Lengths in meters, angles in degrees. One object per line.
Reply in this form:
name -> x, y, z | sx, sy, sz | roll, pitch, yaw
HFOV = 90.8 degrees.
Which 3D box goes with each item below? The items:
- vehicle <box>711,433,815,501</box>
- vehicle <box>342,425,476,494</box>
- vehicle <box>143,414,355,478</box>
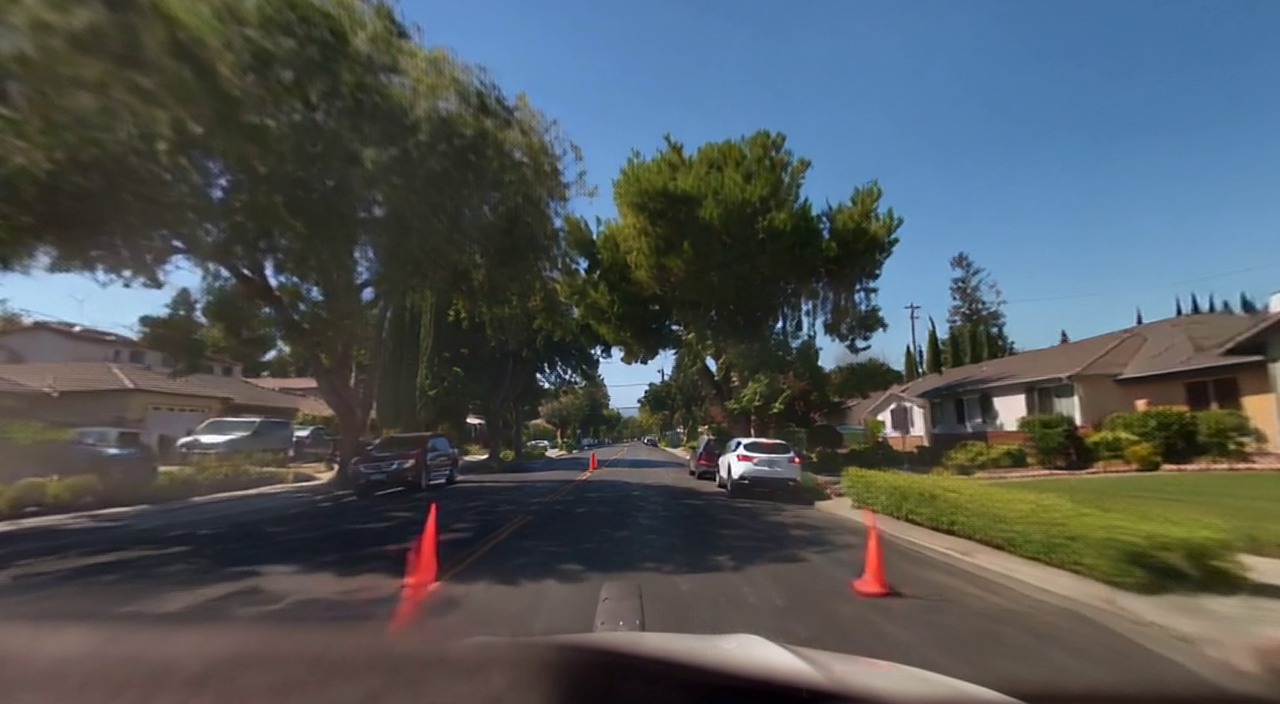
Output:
vehicle -> 3.194, 3.082, 17.413 | 1.896, 1.602, 4.571 | 0, -8, -1
vehicle -> -7.104, 3.400, 20.214 | 2.266, 1.877, 5.167 | -1, -9, 1
vehicle -> -15.161, 3.674, 24.879 | 6.526, 2.046, 2.522 | 3, -8, -2
